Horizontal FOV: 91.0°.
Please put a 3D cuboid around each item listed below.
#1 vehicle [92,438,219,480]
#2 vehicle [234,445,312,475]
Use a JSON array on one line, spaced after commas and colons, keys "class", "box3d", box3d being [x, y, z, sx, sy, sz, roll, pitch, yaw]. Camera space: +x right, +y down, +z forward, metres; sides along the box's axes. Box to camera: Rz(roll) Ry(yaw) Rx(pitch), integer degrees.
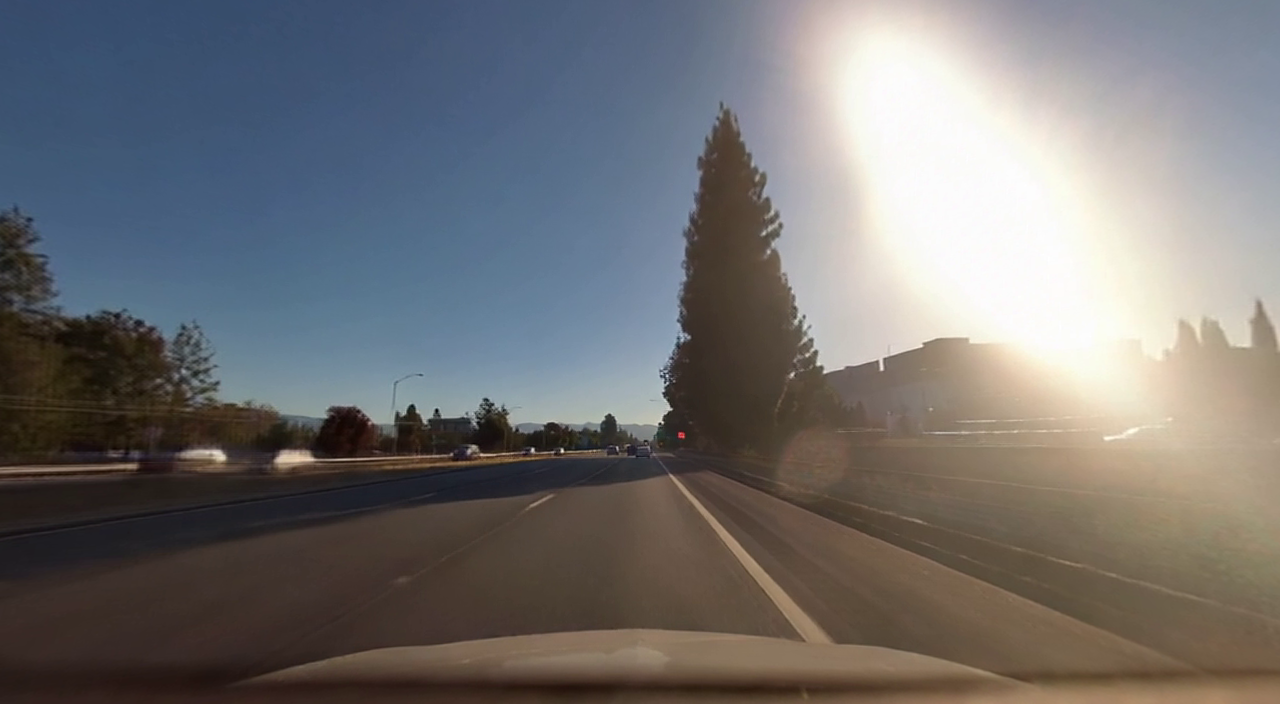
[{"class": "vehicle", "box3d": [-23.670, 5.248, 31.092, 2.147, 1.891, 5.048, 0, -9, 2]}, {"class": "vehicle", "box3d": [-19.604, 5.780, 33.834, 1.796, 1.494, 3.770, 0, -9, 2]}]
